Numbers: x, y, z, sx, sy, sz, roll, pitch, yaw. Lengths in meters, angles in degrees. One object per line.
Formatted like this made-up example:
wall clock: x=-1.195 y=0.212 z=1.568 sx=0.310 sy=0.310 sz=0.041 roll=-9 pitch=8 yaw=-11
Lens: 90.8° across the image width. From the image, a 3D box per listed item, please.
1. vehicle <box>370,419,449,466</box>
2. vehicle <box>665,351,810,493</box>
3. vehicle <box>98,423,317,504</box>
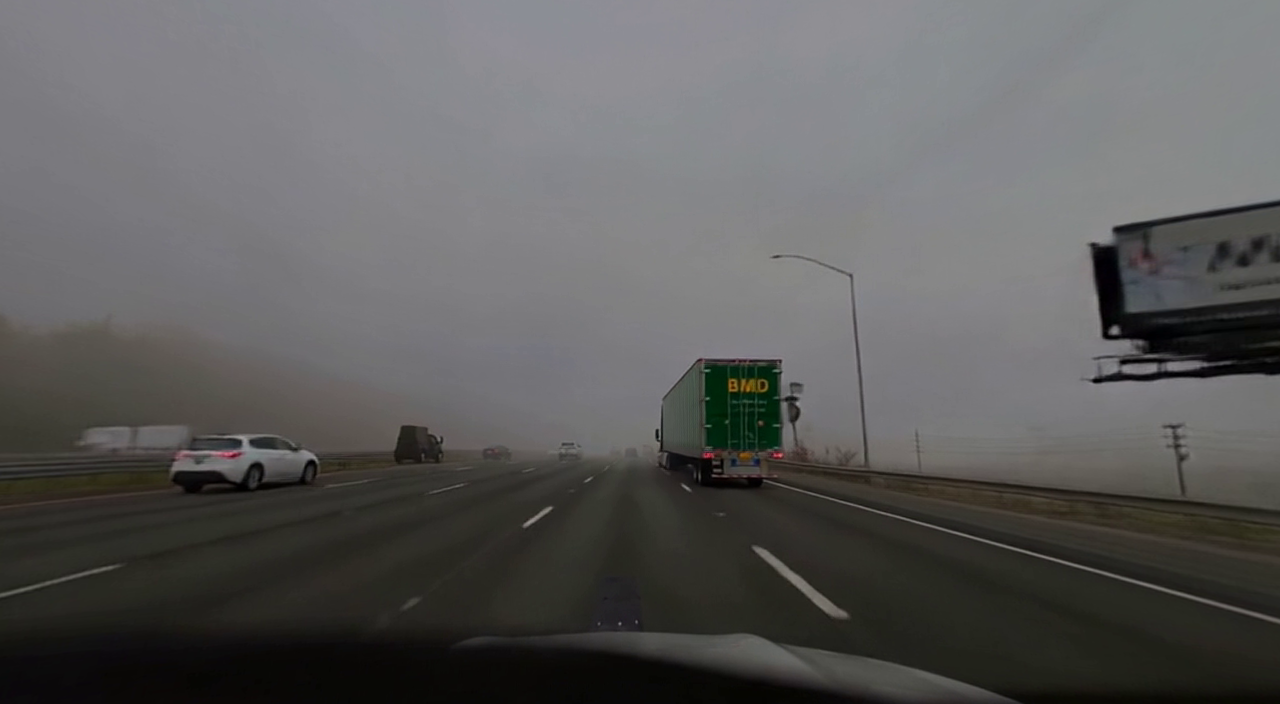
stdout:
vehicle: x=-13.695 y=5.472 z=38.093 sx=2.307 sy=2.571 sz=6.260 roll=0 pitch=-8 yaw=1
vehicle: x=3.006 y=3.015 z=25.113 sx=2.891 sy=3.944 sz=15.051 roll=0 pitch=-8 yaw=-2
vehicle: x=-10.485 y=2.738 z=15.931 sx=2.045 sy=1.697 sz=4.844 roll=0 pitch=-8 yaw=0
